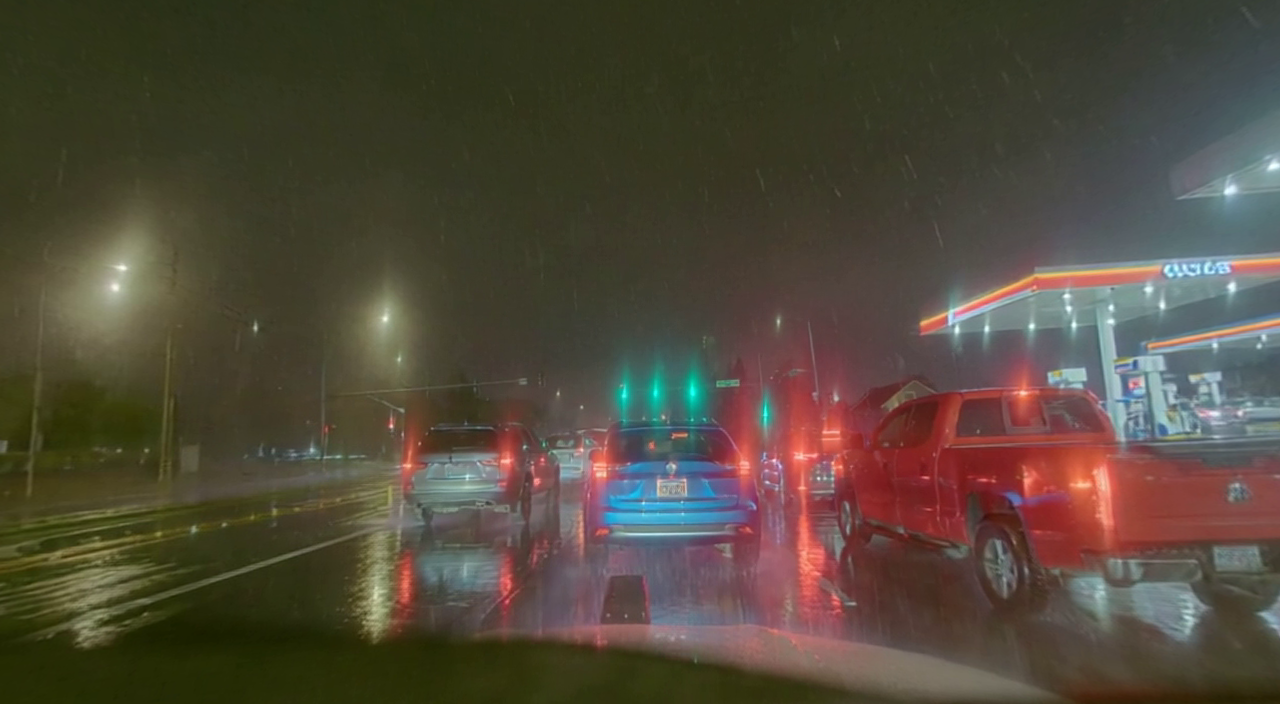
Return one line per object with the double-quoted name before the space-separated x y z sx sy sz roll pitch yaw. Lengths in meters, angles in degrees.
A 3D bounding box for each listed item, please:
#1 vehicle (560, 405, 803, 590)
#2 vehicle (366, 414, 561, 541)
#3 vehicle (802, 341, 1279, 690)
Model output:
"vehicle" 0.358 1.611 7.781 2.181 1.650 4.083 0 -8 0
"vehicle" -2.713 2.055 10.907 2.019 1.731 4.299 0 -8 2
"vehicle" 3.405 1.257 6.119 2.161 1.868 5.321 0 -8 -1
